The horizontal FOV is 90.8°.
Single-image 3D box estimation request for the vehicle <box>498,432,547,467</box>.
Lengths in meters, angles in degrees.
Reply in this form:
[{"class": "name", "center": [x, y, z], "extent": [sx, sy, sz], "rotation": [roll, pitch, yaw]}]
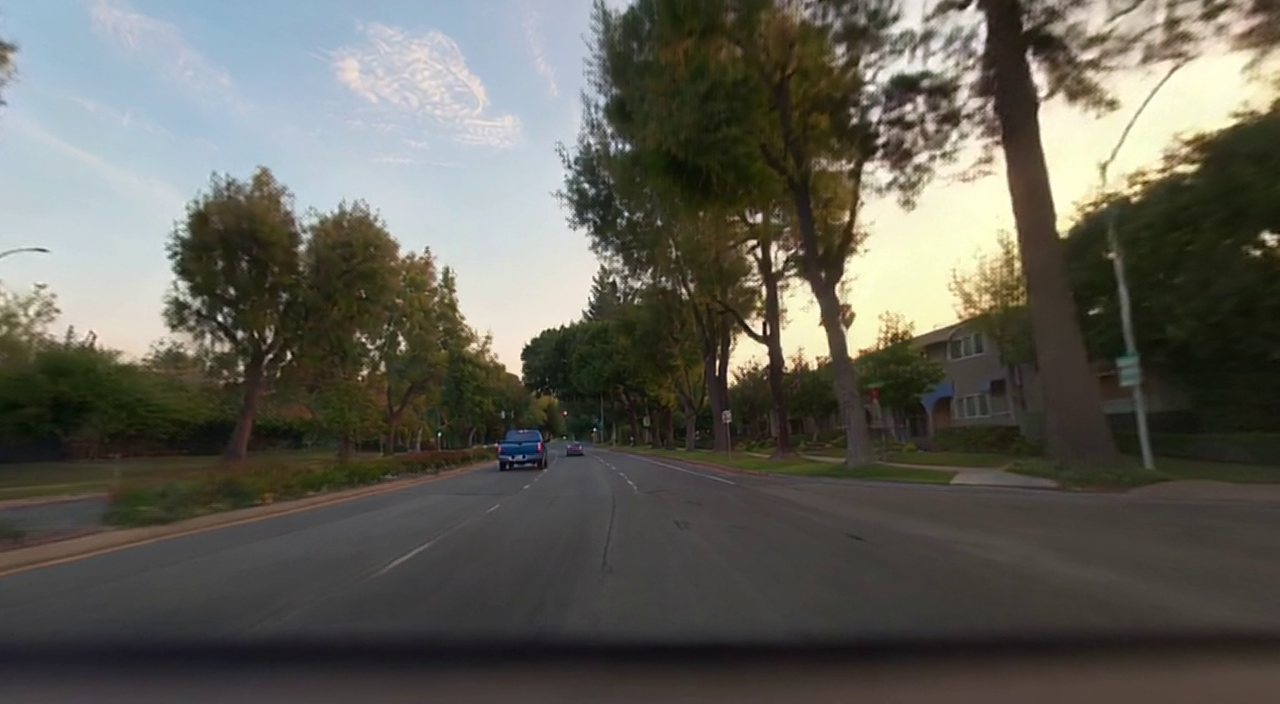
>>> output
[{"class": "vehicle", "center": [-6.890, 5.788, 37.687], "extent": [2.267, 1.849, 6.402], "rotation": [1, -8, -5]}]
